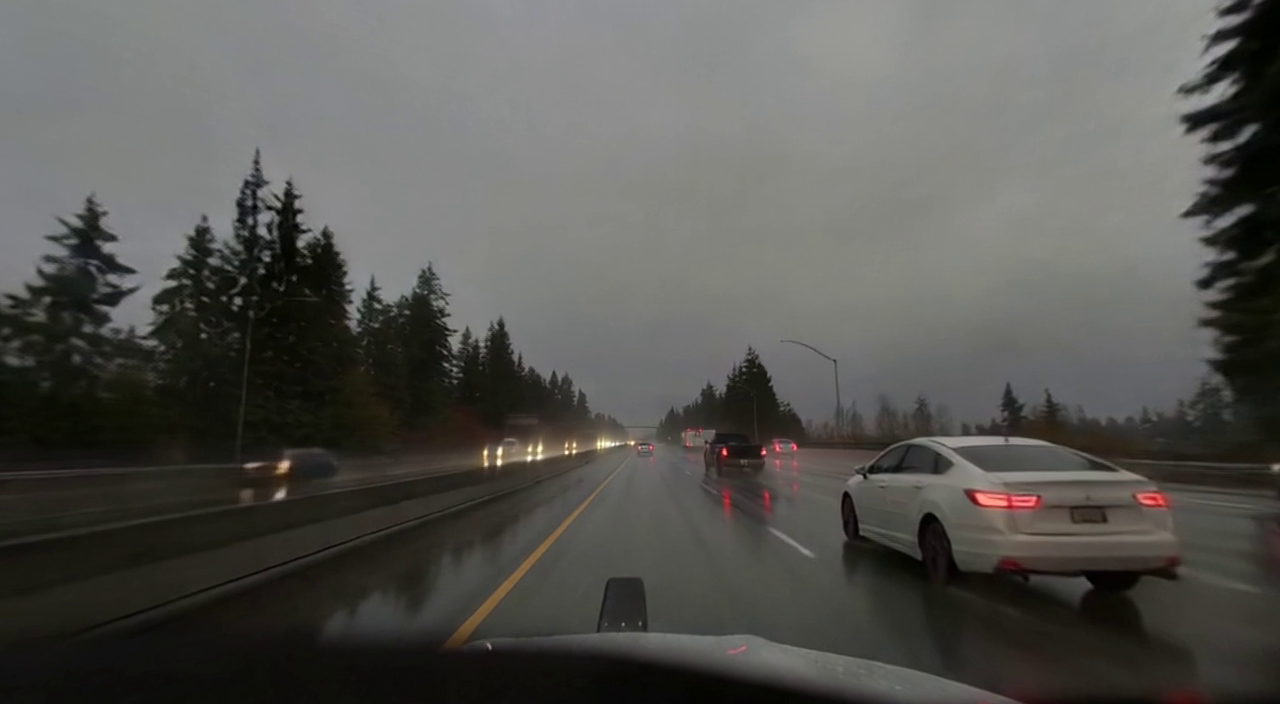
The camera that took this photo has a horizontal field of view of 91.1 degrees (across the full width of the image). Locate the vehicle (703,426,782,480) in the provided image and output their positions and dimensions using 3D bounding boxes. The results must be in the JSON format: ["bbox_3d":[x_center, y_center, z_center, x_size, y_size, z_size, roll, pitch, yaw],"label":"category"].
[{"bbox_3d":[3.902,3.984,24.995,2.206,1.902,5.460,0,-8,0],"label":"vehicle"}]

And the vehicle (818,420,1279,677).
[{"bbox_3d":[3.375,1.472,6.034,1.904,1.453,4.789,0,-8,0],"label":"vehicle"}]

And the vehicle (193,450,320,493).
[{"bbox_3d":[-14.825,4.609,24.650,1.947,1.486,4.719,0,-8,0],"label":"vehicle"}]
